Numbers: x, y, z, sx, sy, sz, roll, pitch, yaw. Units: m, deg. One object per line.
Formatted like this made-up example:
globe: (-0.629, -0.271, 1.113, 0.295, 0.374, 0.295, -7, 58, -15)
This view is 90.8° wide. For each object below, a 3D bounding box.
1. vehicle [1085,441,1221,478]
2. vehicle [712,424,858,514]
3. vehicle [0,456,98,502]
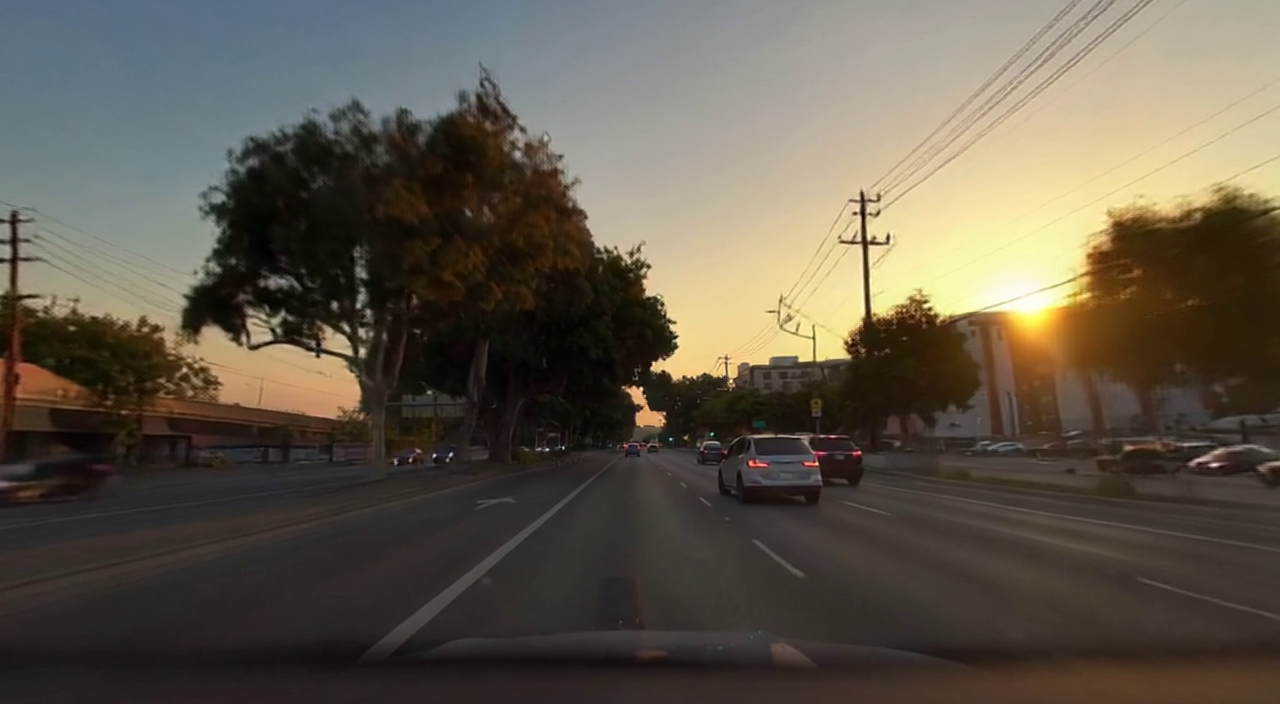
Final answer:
vehicle: (25.012, 5.257, 30.969, 4.798, 1.699, 2.039, 0, -9, 1)
vehicle: (3.012, 2.556, 14.226, 2.128, 1.699, 4.222, 0, -9, -2)
vehicle: (-23.309, 4.726, 23.572, 1.985, 1.511, 4.772, -3, -8, -1)
